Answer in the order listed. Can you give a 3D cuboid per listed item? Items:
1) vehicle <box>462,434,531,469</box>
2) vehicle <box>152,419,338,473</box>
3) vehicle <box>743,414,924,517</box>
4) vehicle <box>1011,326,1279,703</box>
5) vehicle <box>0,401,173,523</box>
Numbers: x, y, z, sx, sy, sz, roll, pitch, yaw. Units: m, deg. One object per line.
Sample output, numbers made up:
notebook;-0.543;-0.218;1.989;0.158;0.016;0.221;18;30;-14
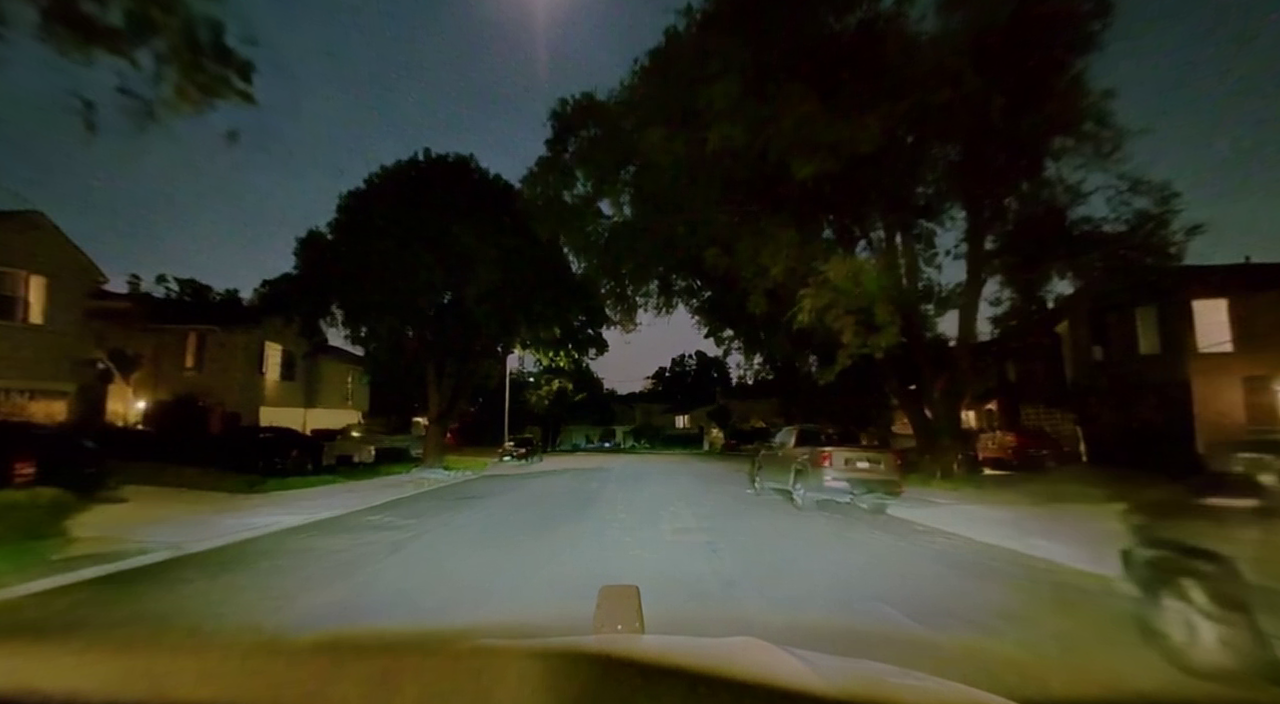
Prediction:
vehicle;-6.757;4.593;29.259;2.236;1.459;4.832;3;-9;-23
vehicle;-11.780;2.843;19.082;4.221;1.508;2.032;0;-8;-1
vehicle;3.919;2.398;14.018;2.235;1.829;5.194;0;-8;-1
vehicle;3.924;0.747;2.323;2.166;1.842;4.644;0;-7;-2
vehicle;-9.920;1.565;9.161;4.672;1.540;2.079;-1;-8;2
